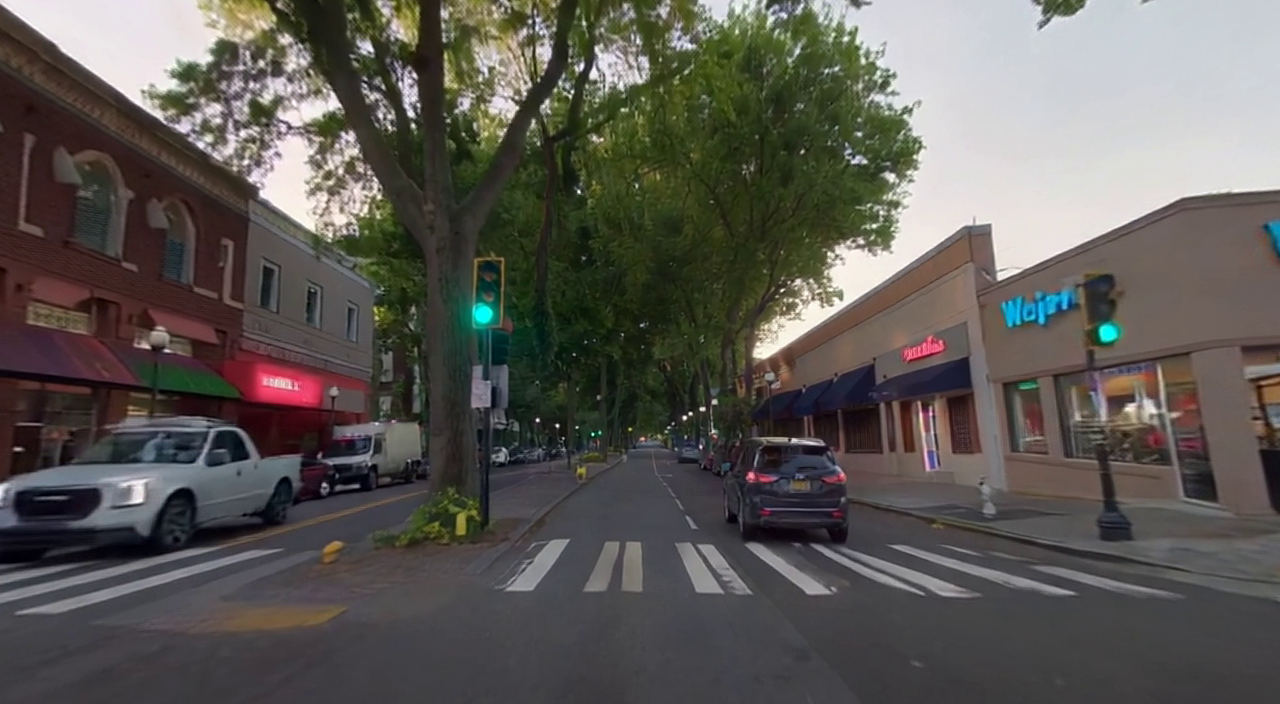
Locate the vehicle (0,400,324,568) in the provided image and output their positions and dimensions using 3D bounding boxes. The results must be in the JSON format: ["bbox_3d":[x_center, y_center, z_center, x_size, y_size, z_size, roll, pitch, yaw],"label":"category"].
[{"bbox_3d":[-8.691,2.241,11.809,2.489,2.323,5.843,0,-8,0],"label":"vehicle"}]

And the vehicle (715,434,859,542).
[{"bbox_3d":[2.458,2.314,11.286,1.822,1.654,2.794,0,-8,-1],"label":"vehicle"}]

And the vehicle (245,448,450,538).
[{"bbox_3d":[-5.624,2.722,12.948,1.983,1.438,4.559,0,-8,0],"label":"vehicle"}]
